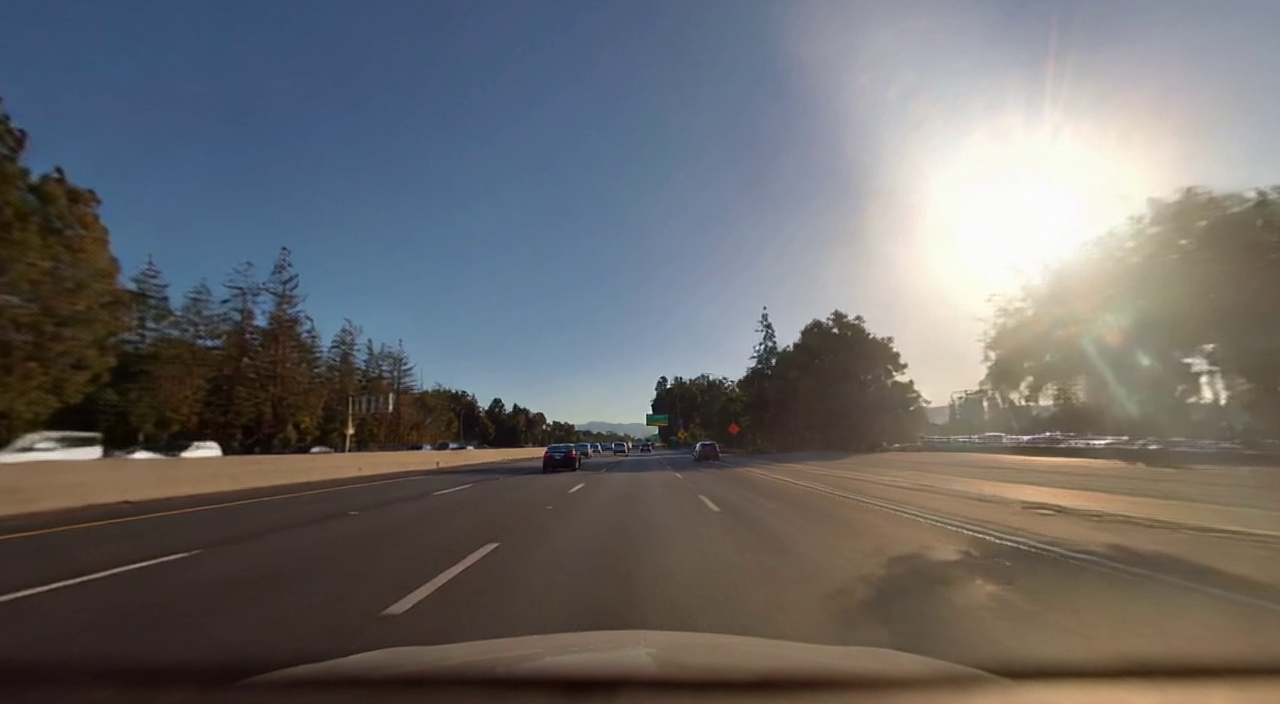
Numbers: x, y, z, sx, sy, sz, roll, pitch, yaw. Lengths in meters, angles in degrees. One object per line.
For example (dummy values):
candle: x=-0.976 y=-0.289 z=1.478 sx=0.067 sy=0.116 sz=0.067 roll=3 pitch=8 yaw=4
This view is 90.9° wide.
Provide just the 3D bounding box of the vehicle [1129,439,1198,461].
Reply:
vehicle: x=37.044 y=6.966 z=44.691 sx=3.350 sy=1.347 sz=1.608 roll=-3 pitch=-8 yaw=-1

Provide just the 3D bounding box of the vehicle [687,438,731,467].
vehicle: x=4.227 y=6.275 z=39.487 sx=2.229 sy=1.704 sz=4.392 roll=0 pitch=-8 yaw=0

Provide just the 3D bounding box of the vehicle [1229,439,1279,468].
vehicle: x=36.859 y=5.822 z=36.350 sx=3.856 sy=1.480 sz=1.766 roll=-3 pitch=-8 yaw=0

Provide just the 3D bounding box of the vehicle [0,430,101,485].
vehicle: x=-21.027 y=3.371 z=20.251 sx=2.244 sy=1.684 sz=5.795 roll=0 pitch=-8 yaw=1

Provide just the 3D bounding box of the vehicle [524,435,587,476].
vehicle: x=-3.775 y=4.717 z=28.982 sx=2.196 sy=1.733 sz=4.355 roll=0 pitch=-8 yaw=1

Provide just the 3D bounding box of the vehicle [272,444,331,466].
vehicle: x=-24.466 y=7.451 z=45.778 sx=1.774 sy=1.501 sz=4.471 roll=0 pitch=-8 yaw=1

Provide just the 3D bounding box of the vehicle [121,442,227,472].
vehicle: x=-28.417 y=6.406 z=38.768 sx=2.158 sy=1.692 sz=5.672 roll=0 pitch=-8 yaw=1
